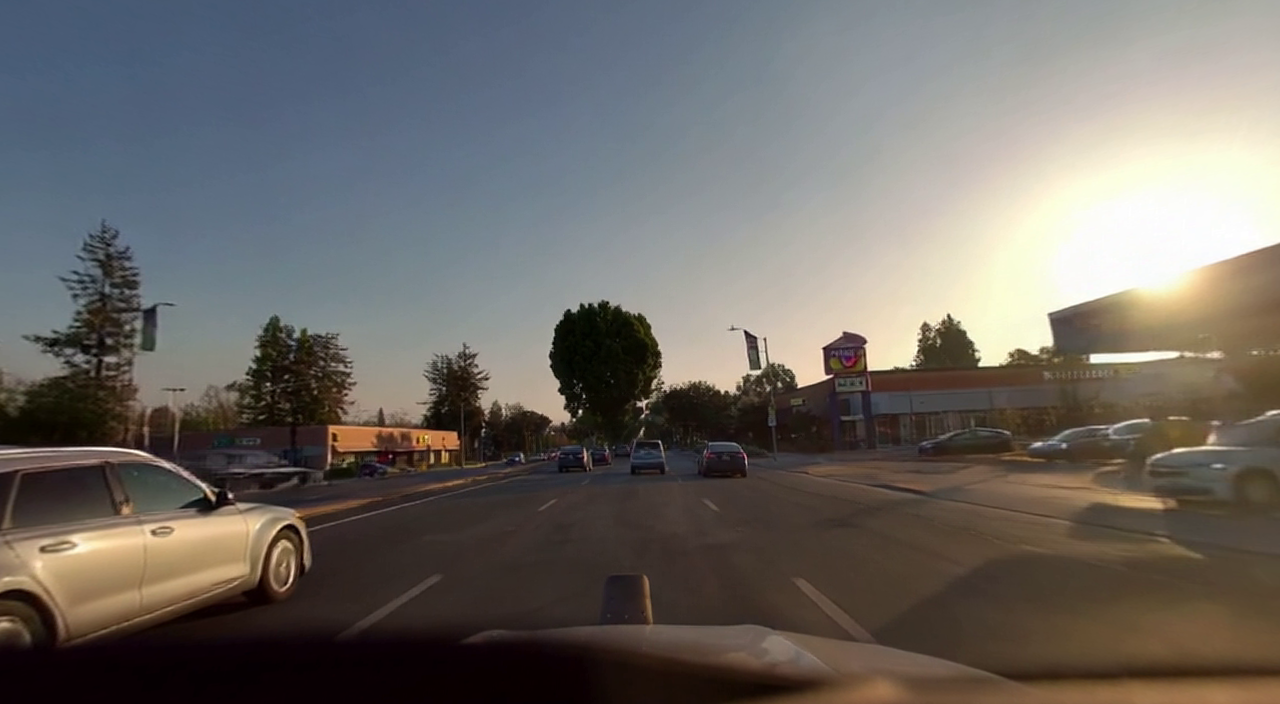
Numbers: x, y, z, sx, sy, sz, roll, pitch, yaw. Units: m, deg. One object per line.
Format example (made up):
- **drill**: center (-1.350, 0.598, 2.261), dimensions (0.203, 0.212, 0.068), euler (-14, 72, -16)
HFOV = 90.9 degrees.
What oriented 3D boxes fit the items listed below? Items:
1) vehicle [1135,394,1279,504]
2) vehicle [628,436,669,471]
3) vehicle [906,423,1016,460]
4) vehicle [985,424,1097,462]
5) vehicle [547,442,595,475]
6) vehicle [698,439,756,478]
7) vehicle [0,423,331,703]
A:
- **vehicle**: center (11.431, 1.575, 10.333), dimensions (4.808, 1.712, 2.061), euler (-5, -10, 29)
- **vehicle**: center (0.457, 5.841, 36.293), dimensions (2.193, 1.873, 4.033), euler (0, -8, 0)
- **vehicle**: center (16.883, 4.790, 33.430), dimensions (1.945, 1.690, 4.833), euler (0, -9, -27)
- **vehicle**: center (16.448, 3.756, 26.106), dimensions (1.891, 1.440, 4.045), euler (0, -8, -1)
- **vehicle**: center (-3.636, 5.709, 33.958), dimensions (2.026, 1.665, 4.193), euler (0, -8, 1)
- **vehicle**: center (3.694, 4.590, 27.397), dimensions (1.922, 1.579, 3.642), euler (0, -8, -1)
- **vehicle**: center (-4.022, 1.227, 3.940), dimensions (1.908, 1.481, 4.351), euler (0, -8, 1)
